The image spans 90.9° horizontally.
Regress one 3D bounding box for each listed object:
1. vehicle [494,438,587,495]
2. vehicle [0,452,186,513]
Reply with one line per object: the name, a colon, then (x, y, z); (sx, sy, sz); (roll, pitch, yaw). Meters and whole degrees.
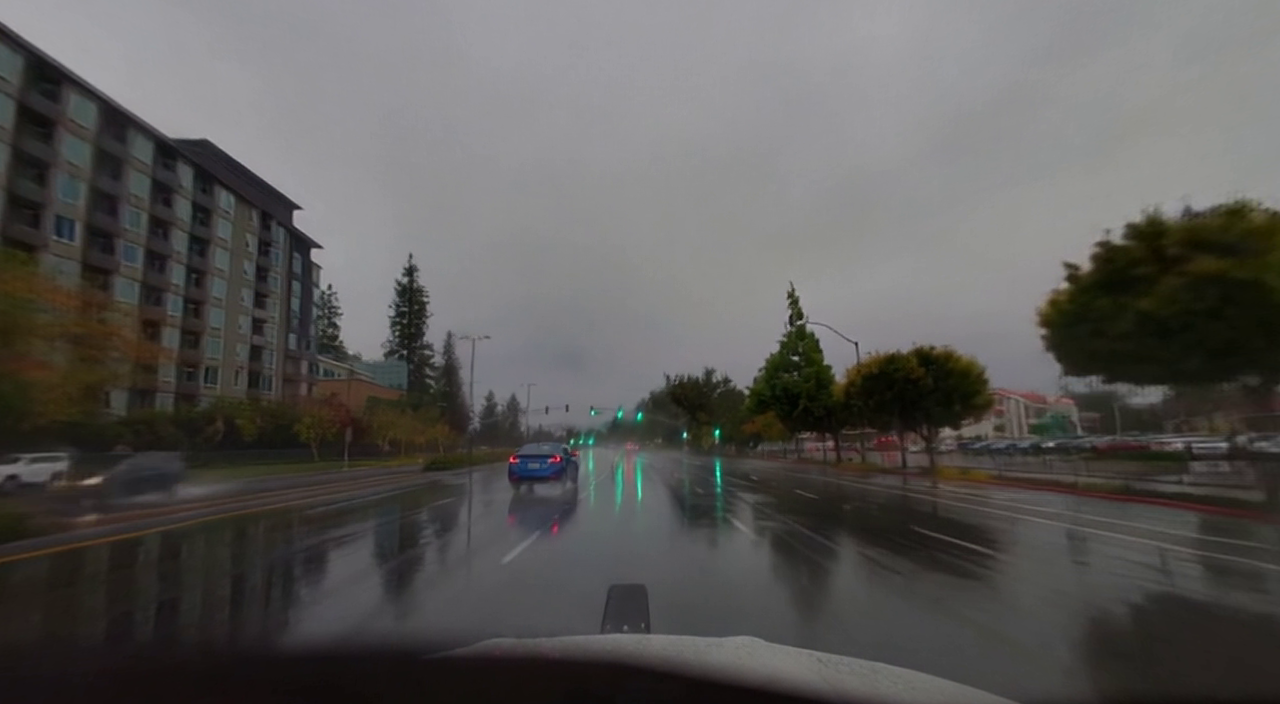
vehicle: (-2.881, 3.438, 19.313); (2.009, 1.489, 4.543); (-1, -8, 1)
vehicle: (-16.370, 3.863, 19.184); (1.890, 1.479, 4.484); (-2, -8, -2)
